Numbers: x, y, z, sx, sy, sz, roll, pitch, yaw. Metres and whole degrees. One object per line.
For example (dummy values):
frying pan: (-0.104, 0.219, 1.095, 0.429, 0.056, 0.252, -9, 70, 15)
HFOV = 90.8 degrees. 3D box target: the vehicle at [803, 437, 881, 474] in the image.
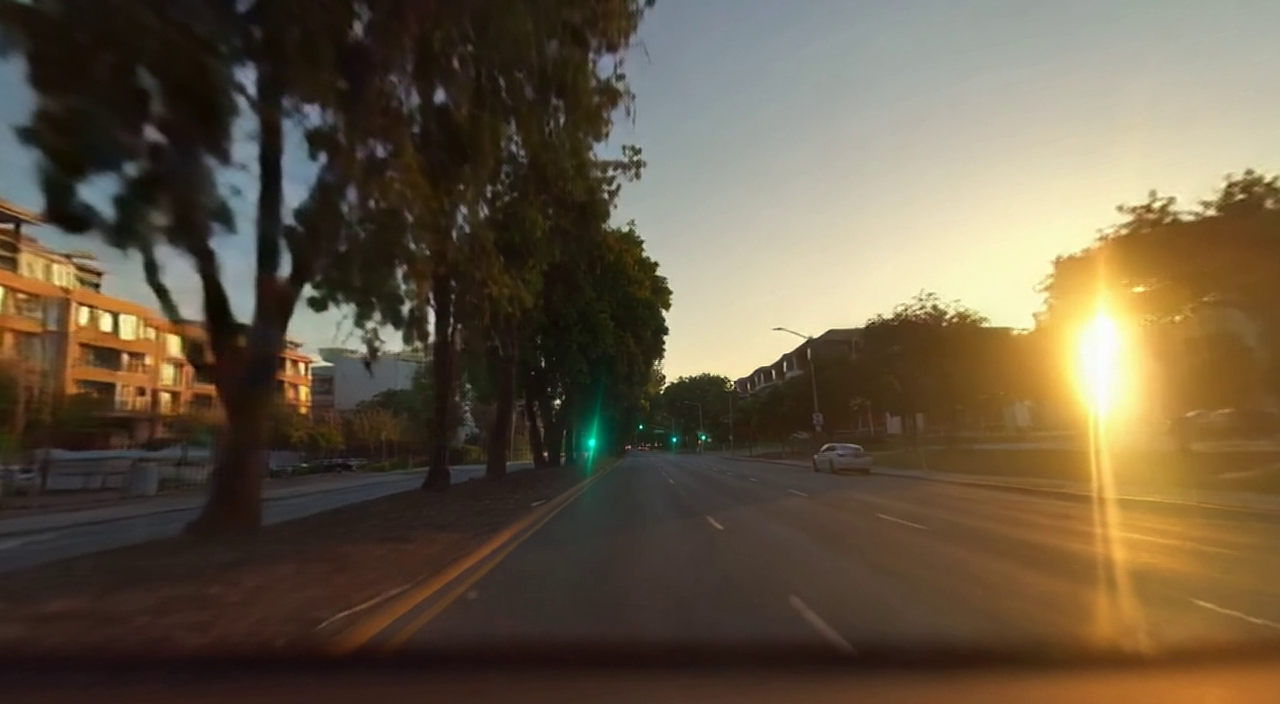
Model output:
vehicle: (9.971, 5.157, 31.696, 2.051, 1.726, 4.898, 0, -9, -3)
